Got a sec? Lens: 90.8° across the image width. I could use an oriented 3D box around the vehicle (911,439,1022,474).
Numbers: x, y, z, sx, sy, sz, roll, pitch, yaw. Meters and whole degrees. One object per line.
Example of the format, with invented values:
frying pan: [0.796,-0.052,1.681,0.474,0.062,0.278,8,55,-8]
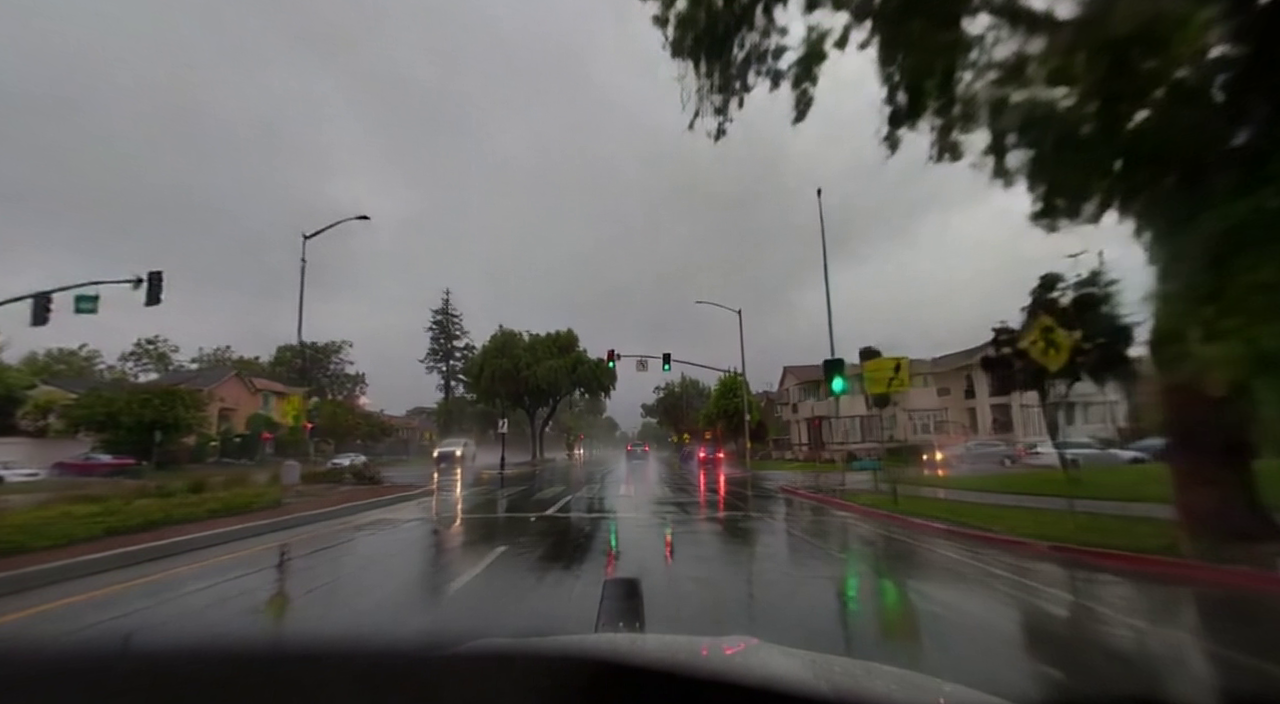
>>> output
vehicle: [16.812,5.400,32.675,4.561,1.723,2.030,0,-9,-5]
